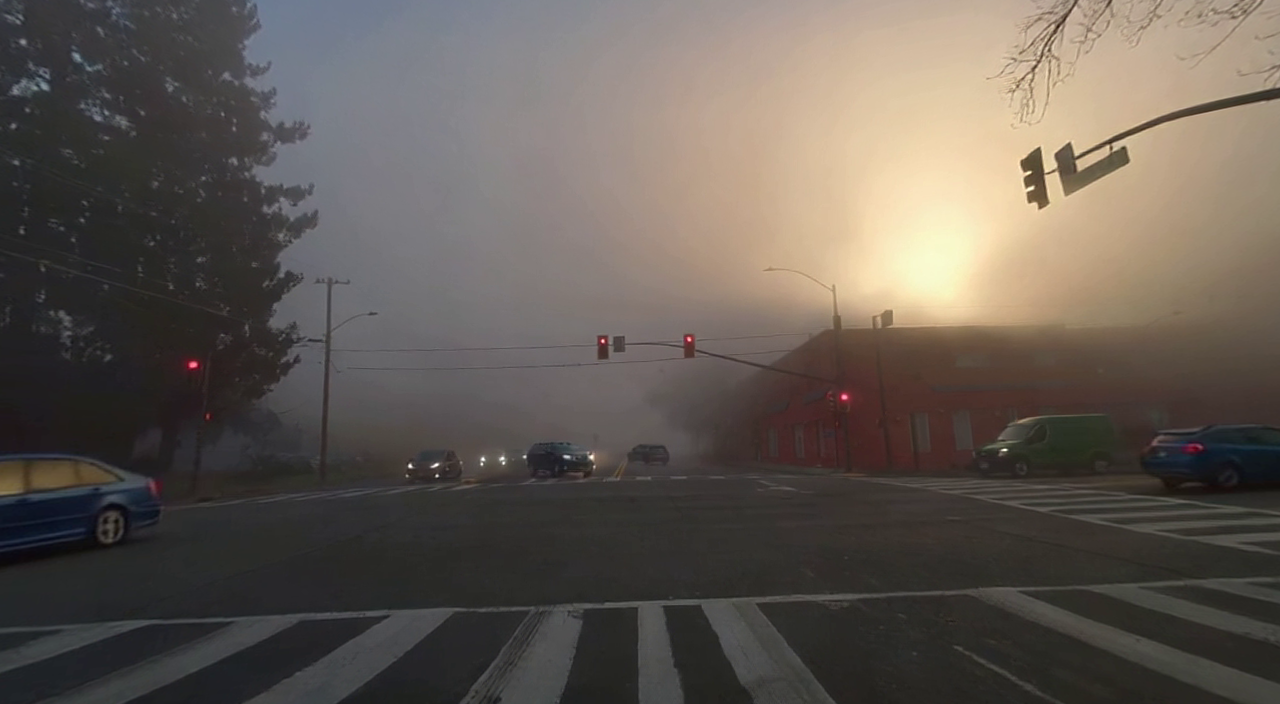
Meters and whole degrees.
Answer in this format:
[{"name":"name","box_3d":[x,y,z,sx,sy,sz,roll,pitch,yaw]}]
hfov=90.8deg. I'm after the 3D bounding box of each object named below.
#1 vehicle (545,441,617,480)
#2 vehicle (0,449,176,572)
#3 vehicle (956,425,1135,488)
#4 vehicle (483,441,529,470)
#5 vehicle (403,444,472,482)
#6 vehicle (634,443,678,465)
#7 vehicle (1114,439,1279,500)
[{"name":"vehicle","box_3d":[-2.564,4.476,26.391,1.935,1.464,4.562,3,-9,-19]},{"name":"vehicle","box_3d":[-8.701,2.000,8.174,2.024,1.460,4.381,0,-9,0]},{"name":"vehicle","box_3d":[14.819,3.784,23.129,5.910,2.046,2.228,3,-9,-20]},{"name":"vehicle","box_3d":[-8.611,6.693,41.081,2.087,1.718,4.700,0,-9,-2]},{"name":"vehicle","box_3d":[-8.635,4.744,27.357,1.779,1.460,4.463,0,-9,-4]},{"name":"vehicle","box_3d":[1.013,7.074,44.105,1.919,1.453,4.828,2,-9,-13]},{"name":"vehicle","box_3d":[14.669,2.893,15.730,4.228,1.416,1.846,0,-9,-1]}]
